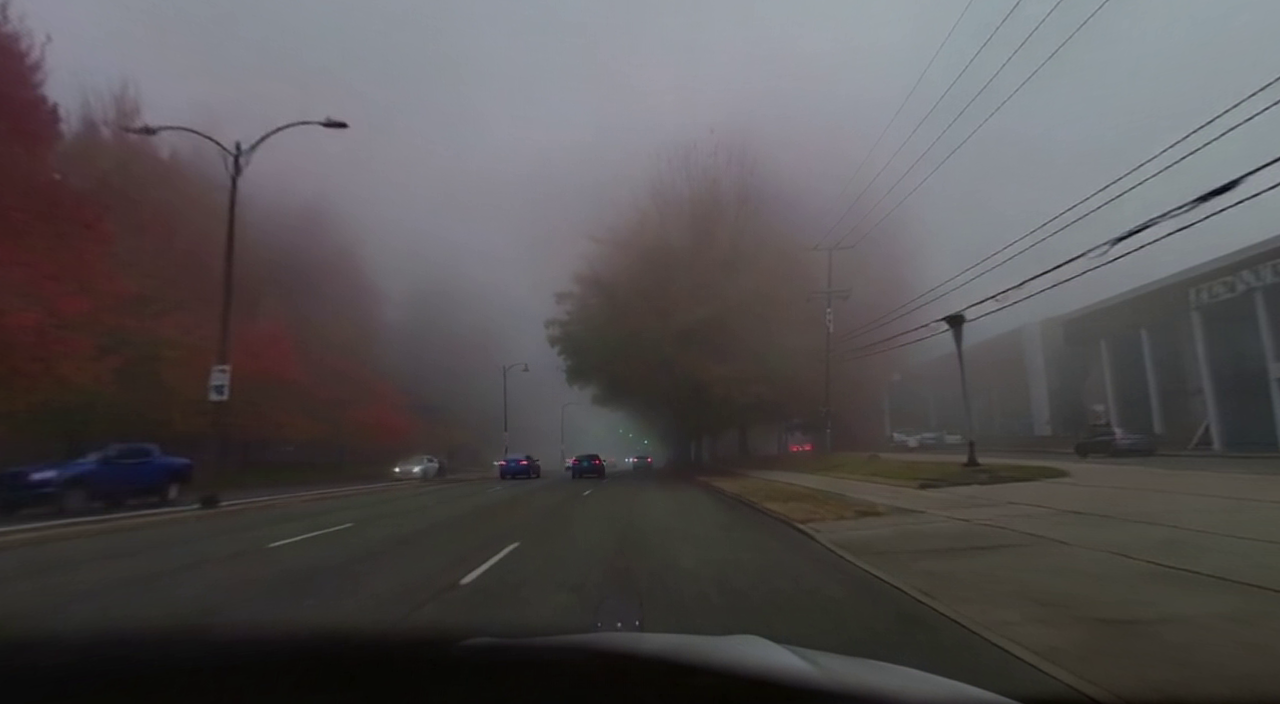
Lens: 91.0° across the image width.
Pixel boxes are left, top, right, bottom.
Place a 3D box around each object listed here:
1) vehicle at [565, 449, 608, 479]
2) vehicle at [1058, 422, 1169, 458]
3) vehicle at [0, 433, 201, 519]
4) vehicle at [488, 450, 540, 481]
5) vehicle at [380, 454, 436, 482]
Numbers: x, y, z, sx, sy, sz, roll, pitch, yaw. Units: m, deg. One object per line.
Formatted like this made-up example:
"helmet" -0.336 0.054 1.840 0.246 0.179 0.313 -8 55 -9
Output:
"vehicle" -3.202 6.760 38.331 2.085 1.663 4.513 0 -8 2
"vehicle" 22.094 4.147 29.670 1.884 1.532 4.745 0 -8 5
"vehicle" -15.590 3.308 17.646 2.276 1.956 5.850 0 -8 1
"vehicle" -7.005 6.346 35.528 1.932 1.596 4.247 0 -8 2
"vehicle" -13.951 6.967 38.097 1.909 1.502 4.355 1 -8 -3
